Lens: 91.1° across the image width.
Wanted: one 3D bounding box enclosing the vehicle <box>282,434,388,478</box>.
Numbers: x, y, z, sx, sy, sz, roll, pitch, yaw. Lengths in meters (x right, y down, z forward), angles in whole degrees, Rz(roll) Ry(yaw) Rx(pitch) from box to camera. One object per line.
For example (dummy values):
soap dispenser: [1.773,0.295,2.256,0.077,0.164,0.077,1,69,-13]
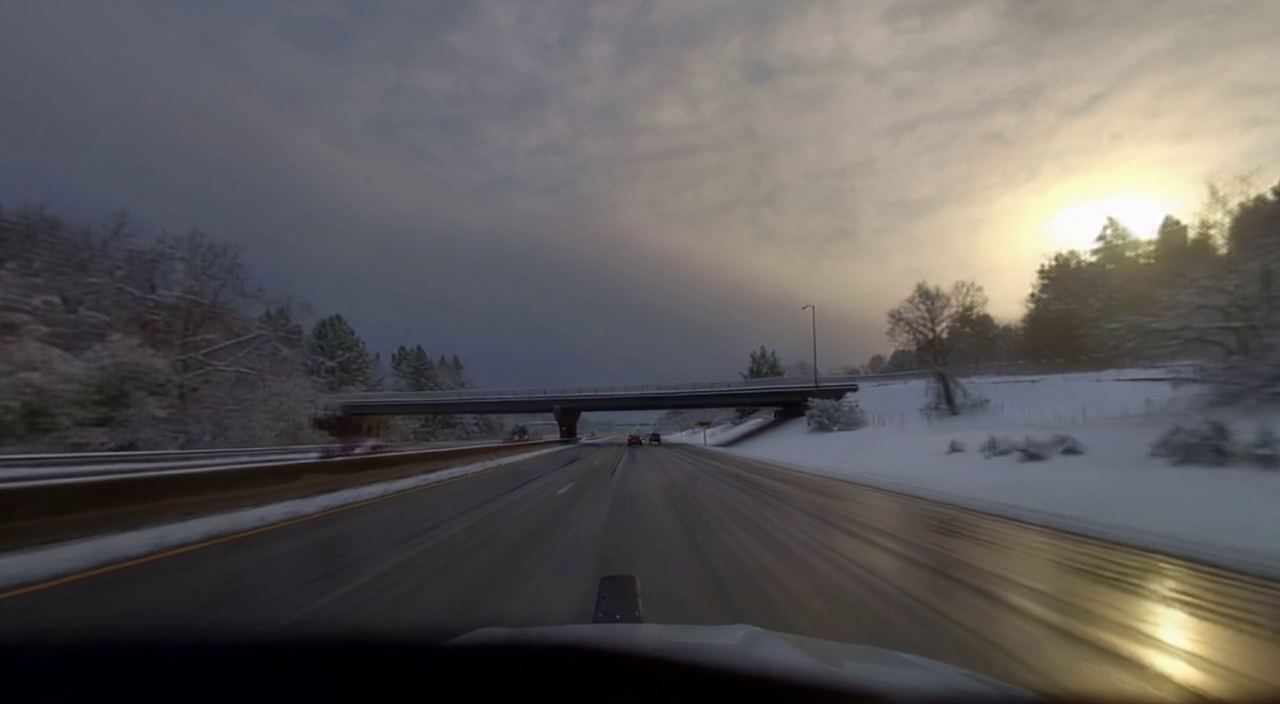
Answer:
vehicle: [-11.615,3.961,24.350,1.922,1.512,4.369,0,-8,0]
